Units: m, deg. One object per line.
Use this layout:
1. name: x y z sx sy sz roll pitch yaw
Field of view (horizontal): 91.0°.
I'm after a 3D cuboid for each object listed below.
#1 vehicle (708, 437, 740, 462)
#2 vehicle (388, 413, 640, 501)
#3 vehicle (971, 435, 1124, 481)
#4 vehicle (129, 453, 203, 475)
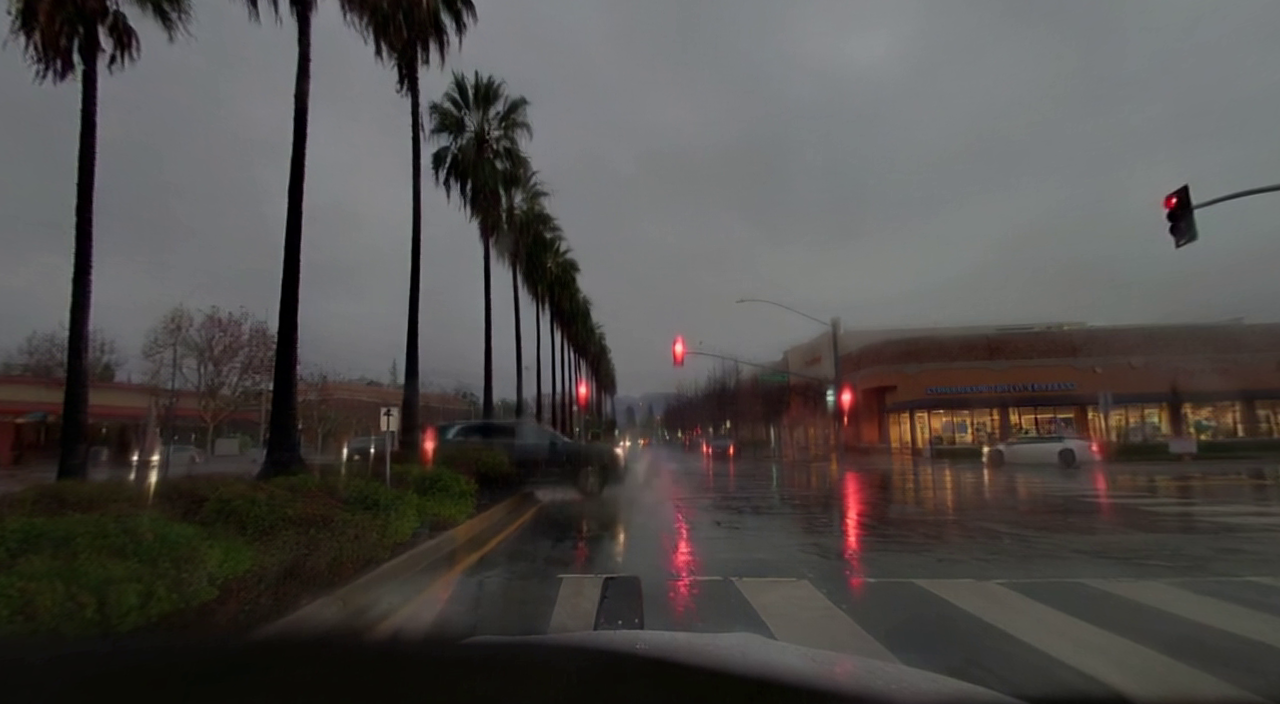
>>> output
1. vehicle: 5.986 7.027 45.355 1.999 1.653 4.603 -1 -8 5
2. vehicle: -2.885 2.557 15.485 5.619 1.951 2.321 1 -8 -4
3. vehicle: 16.361 4.268 25.600 4.722 1.717 2.000 -2 -9 16
4. vehicle: -37.261 8.817 49.665 2.160 1.565 4.868 0 -9 -1
